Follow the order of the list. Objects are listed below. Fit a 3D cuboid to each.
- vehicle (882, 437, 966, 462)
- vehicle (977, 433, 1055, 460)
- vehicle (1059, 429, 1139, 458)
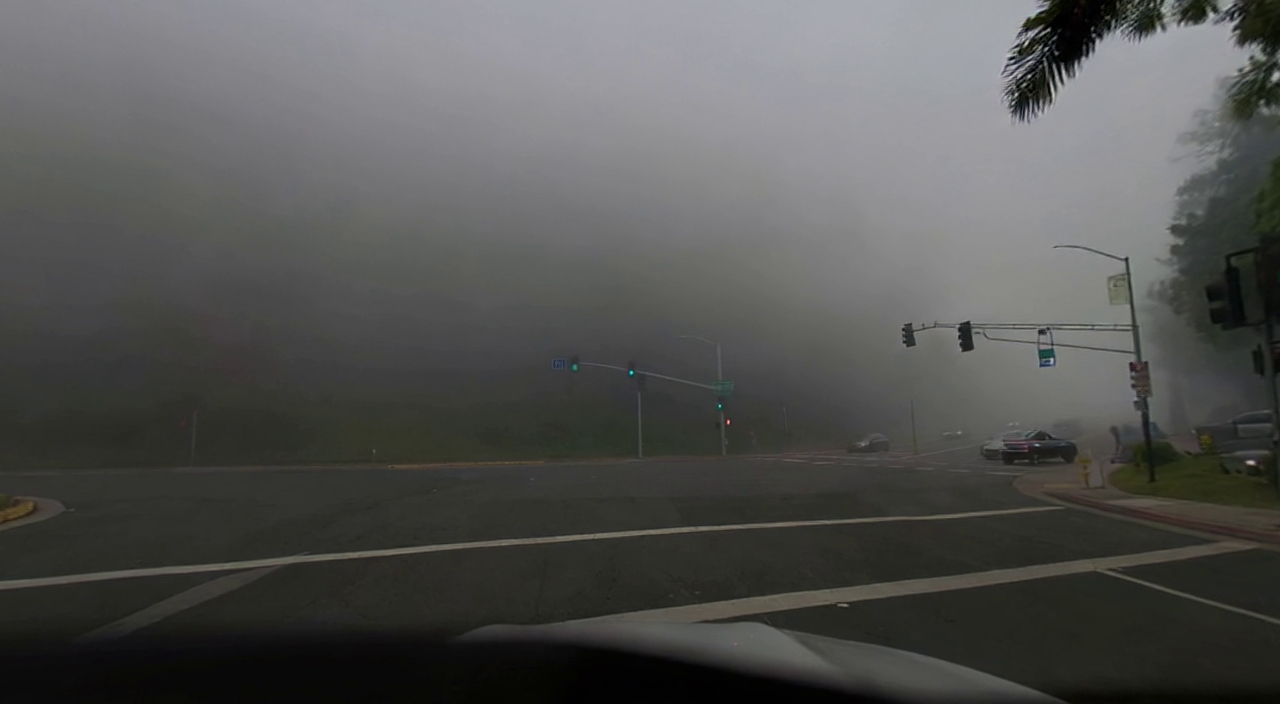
[{"bbox_3d":[18.712,6.432,41.622,5.234,1.549,1.982,4,-9,-24],"label":"vehicle"},{"bbox_3d":[26.964,6.736,45.259,5.032,1.828,2.183,4,-9,-24],"label":"vehicle"},{"bbox_3d":[36.150,7.202,49.673,6.148,2.119,2.473,4,-10,-28],"label":"vehicle"}]
